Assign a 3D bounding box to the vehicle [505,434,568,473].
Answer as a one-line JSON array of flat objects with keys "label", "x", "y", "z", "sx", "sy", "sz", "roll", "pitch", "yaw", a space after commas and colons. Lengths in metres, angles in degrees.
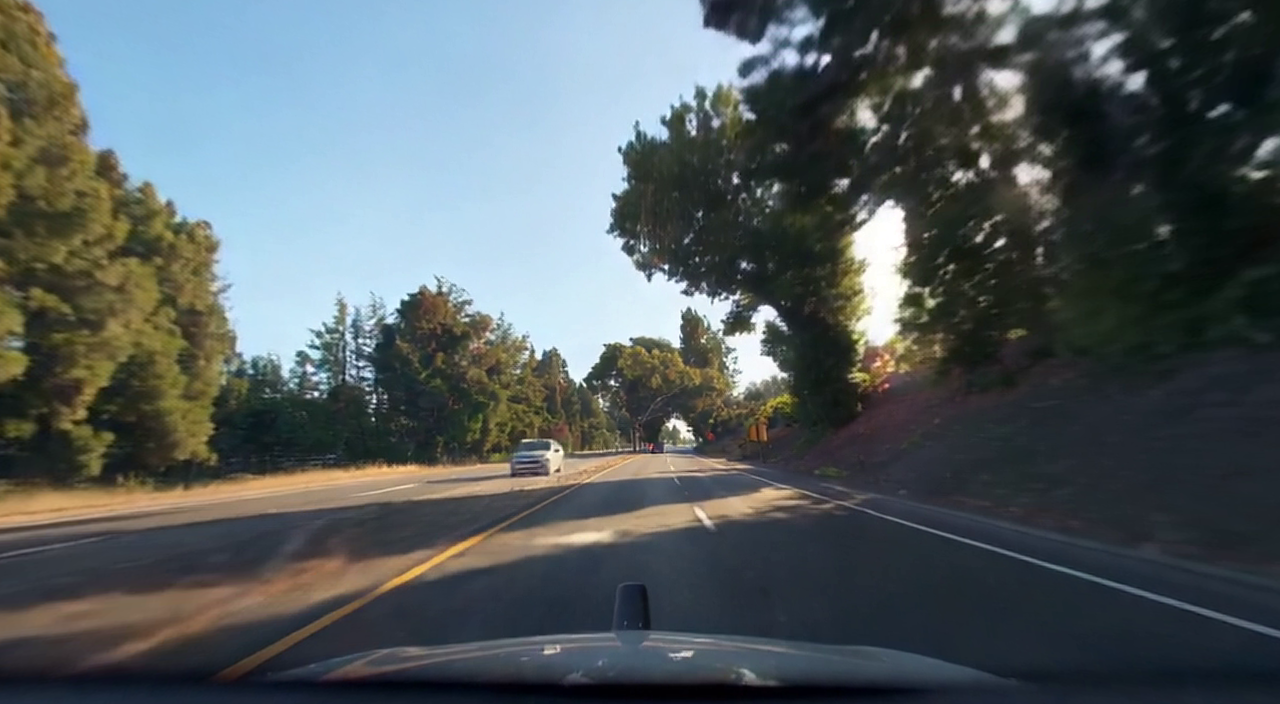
[{"label": "vehicle", "x": -5.374, "y": 5.390, "z": 33.735, "sx": 2.275, "sy": 1.927, "sz": 5.574, "roll": 0, "pitch": -8, "yaw": 2}]
